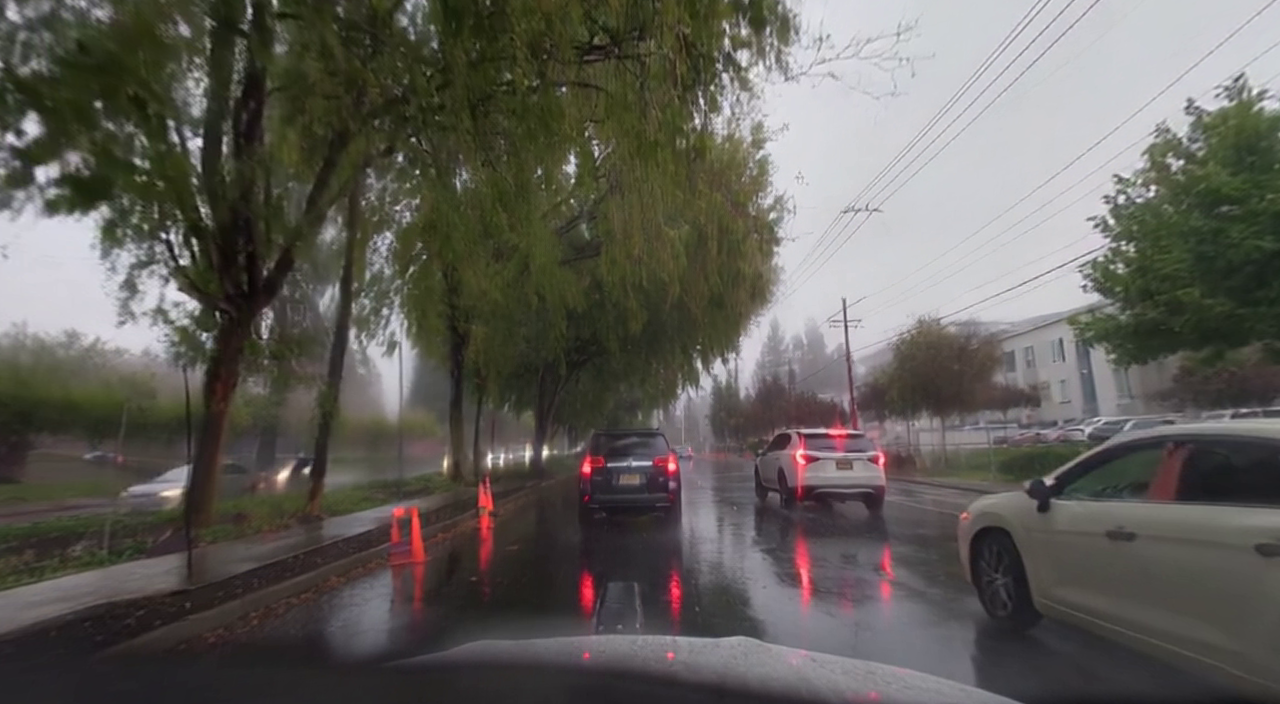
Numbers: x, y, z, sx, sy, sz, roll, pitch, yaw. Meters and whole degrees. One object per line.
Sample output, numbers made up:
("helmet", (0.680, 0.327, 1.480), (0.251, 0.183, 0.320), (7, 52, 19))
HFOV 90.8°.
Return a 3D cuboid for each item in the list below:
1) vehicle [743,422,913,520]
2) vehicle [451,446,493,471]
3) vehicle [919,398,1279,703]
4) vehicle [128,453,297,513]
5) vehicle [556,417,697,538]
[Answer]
("vehicle", (3.777, 2.490, 13.788), (2.116, 1.726, 4.672), (0, -8, -2))
("vehicle", (-12.634, 8.020, 47.836), (1.911, 1.693, 4.452), (-1, -8, 1))
("vehicle", (3.401, 1.004, 3.064), (1.977, 1.460, 4.565), (0, -8, 0))
("vehicle", (-12.254, 3.745, 18.539), (1.836, 1.451, 4.456), (-1, -8, 0))
("vehicle", (-0.248, 2.122, 11.255), (2.050, 1.745, 3.915), (0, -8, -1))
